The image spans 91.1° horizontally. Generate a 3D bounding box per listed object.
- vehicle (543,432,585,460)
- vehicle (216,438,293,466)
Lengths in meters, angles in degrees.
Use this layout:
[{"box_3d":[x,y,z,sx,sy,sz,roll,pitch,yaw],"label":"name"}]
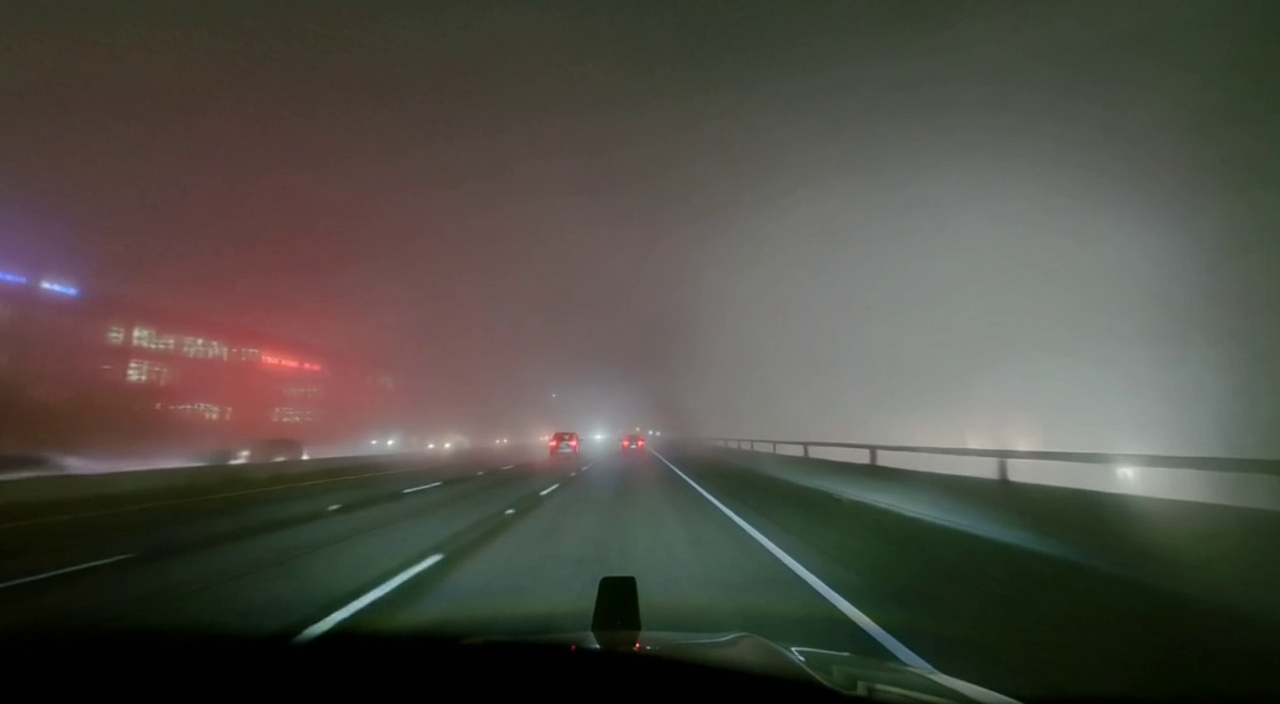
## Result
[{"box_3d":[-4.647,5.793,38.943,2.036,1.612,4.510,0,-8,0],"label":"vehicle"},{"box_3d":[-21.050,5.442,34.489,1.775,1.458,3.812,0,-8,0],"label":"vehicle"}]
